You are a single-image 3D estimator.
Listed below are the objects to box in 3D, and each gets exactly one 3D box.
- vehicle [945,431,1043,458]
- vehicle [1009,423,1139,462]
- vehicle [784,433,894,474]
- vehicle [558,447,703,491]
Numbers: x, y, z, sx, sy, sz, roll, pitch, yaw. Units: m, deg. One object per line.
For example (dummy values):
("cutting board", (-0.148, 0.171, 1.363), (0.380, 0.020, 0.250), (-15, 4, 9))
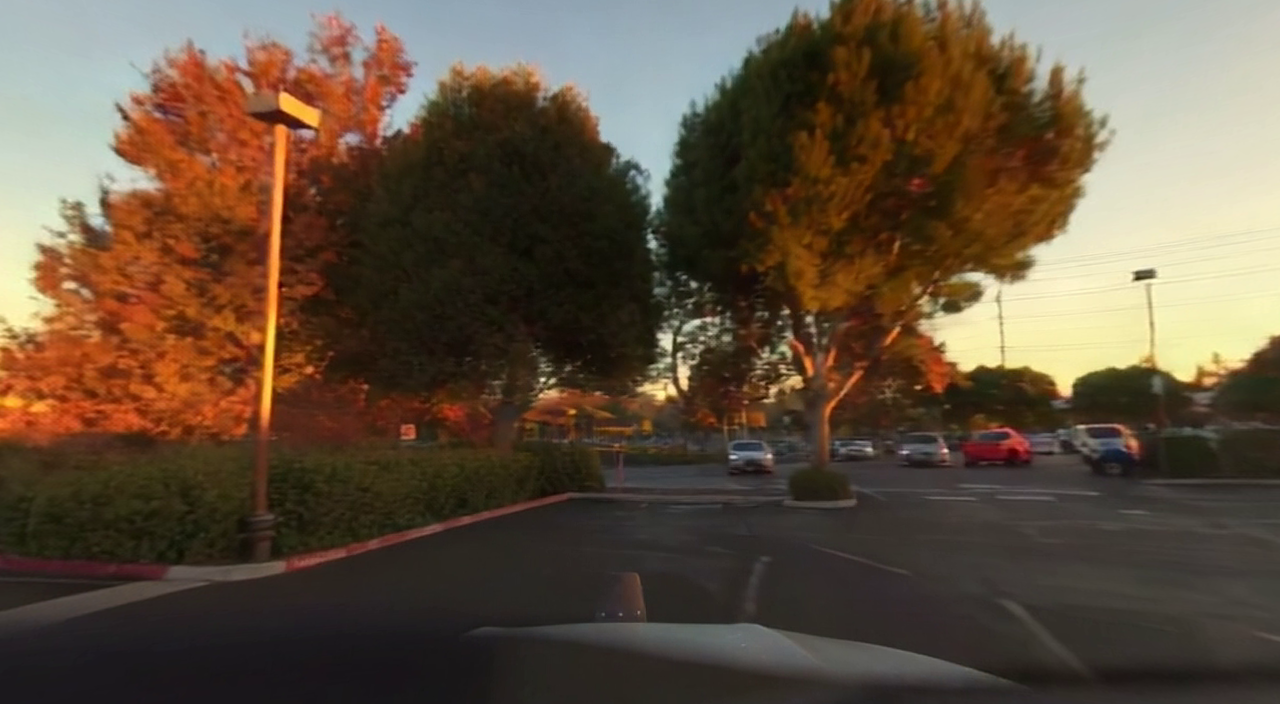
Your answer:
("vehicle", (20.841, 5.482, 37.349), (4.601, 1.484, 1.839), (-2, -9, 8))
("vehicle", (21.060, 4.465, 30.871), (4.660, 1.687, 1.981), (-3, -11, 11))
("vehicle", (8.033, 4.127, 25.754), (4.030, 1.556, 2.057), (-3, -9, 16))
("vehicle", (-0.294, 4.123, 22.514), (4.772, 1.441, 1.976), (-3, -9, 15))
